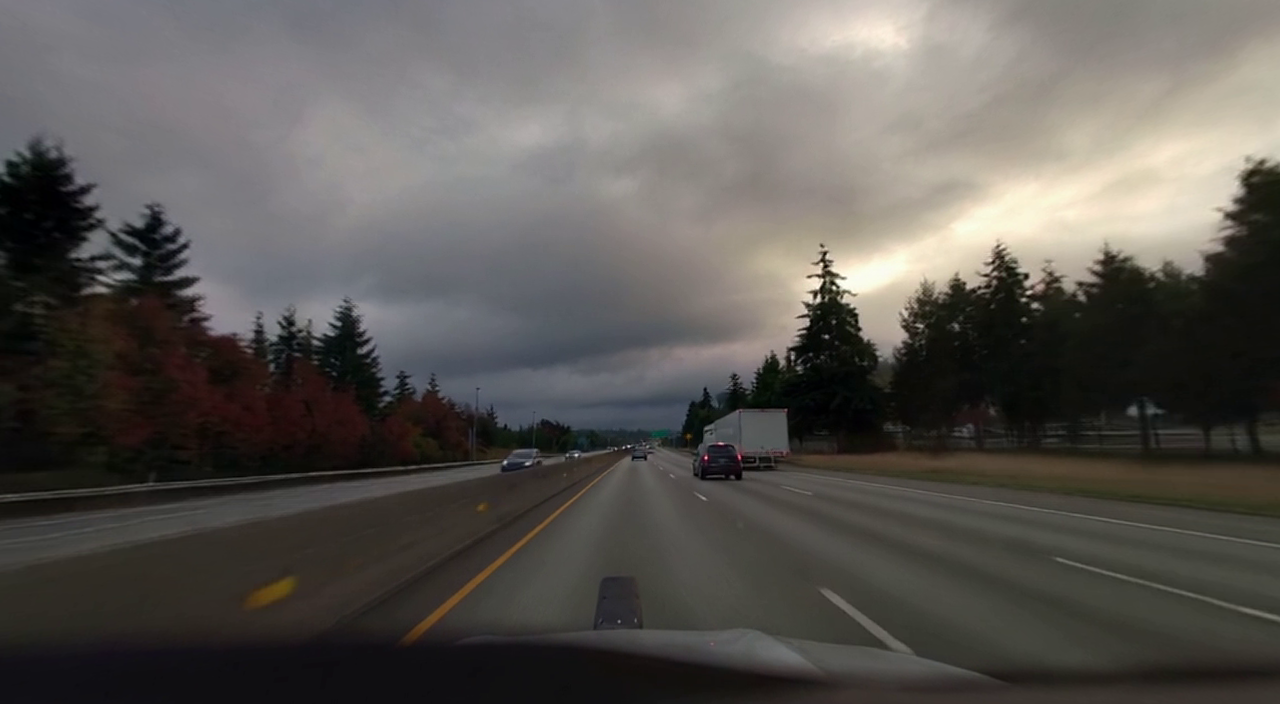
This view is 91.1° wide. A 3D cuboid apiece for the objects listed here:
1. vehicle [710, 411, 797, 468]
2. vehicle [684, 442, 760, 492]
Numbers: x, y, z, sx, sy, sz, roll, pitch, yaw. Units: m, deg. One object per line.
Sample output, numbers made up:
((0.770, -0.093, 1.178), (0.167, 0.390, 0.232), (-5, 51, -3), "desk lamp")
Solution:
((6.922, 5.723, 40.231), (3.536, 3.160, 9.428), (1, -9, -2), "vehicle")
((2.896, 4.190, 23.340), (2.123, 1.620, 4.959), (0, -9, -1), "vehicle")
